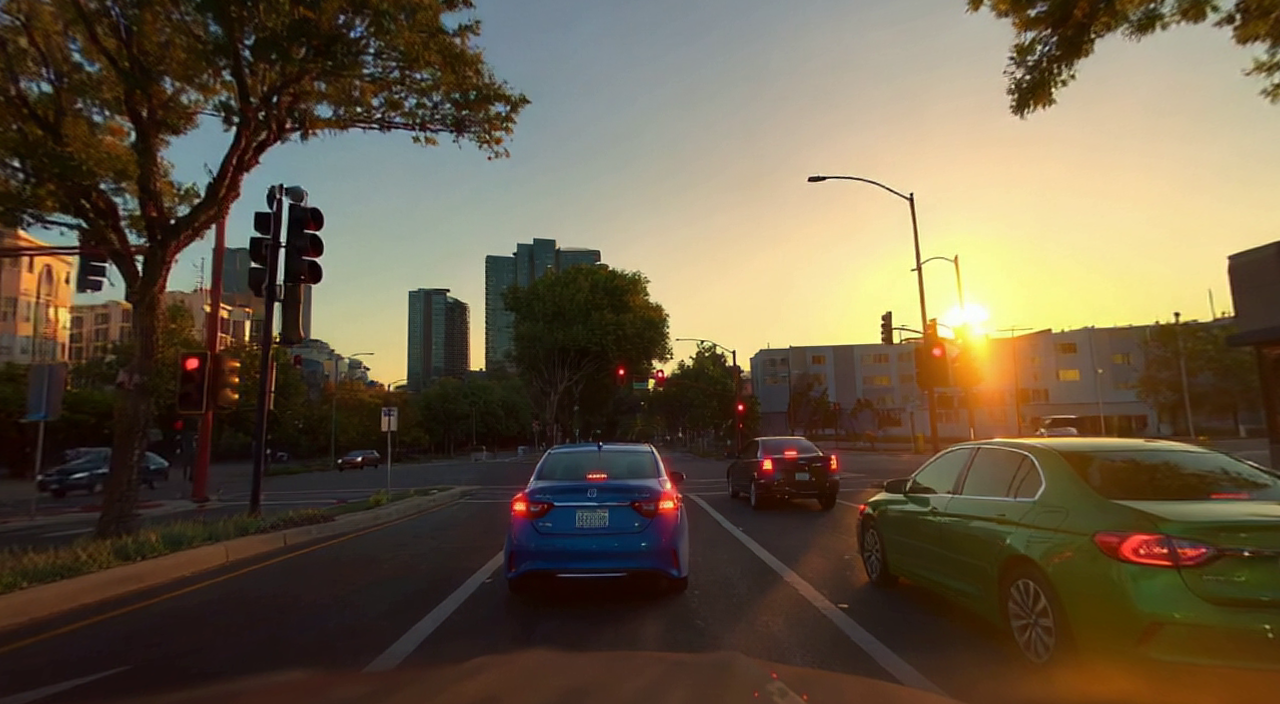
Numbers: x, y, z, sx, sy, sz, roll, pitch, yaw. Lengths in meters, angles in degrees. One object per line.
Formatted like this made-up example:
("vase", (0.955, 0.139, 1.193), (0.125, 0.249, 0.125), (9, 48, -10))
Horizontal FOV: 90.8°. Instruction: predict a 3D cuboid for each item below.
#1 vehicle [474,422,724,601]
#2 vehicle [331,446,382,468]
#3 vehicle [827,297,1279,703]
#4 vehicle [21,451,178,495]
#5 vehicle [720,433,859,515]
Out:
("vehicle", (-0.370, 1.655, 7.413), (2.143, 1.520, 3.848), (0, -8, -1))
("vehicle", (-22.030, 8.156, 49.308), (1.955, 1.653, 4.245), (0, -8, 1))
("vehicle", (3.580, 1.096, 5.070), (2.572, 1.945, 5.065), (0, -8, 0))
("vehicle", (-21.552, 4.804, 25.536), (2.091, 1.534, 4.846), (0, -8, 0))
("vehicle", (3.153, 2.682, 14.431), (2.026, 1.549, 4.559), (0, -8, -1))
